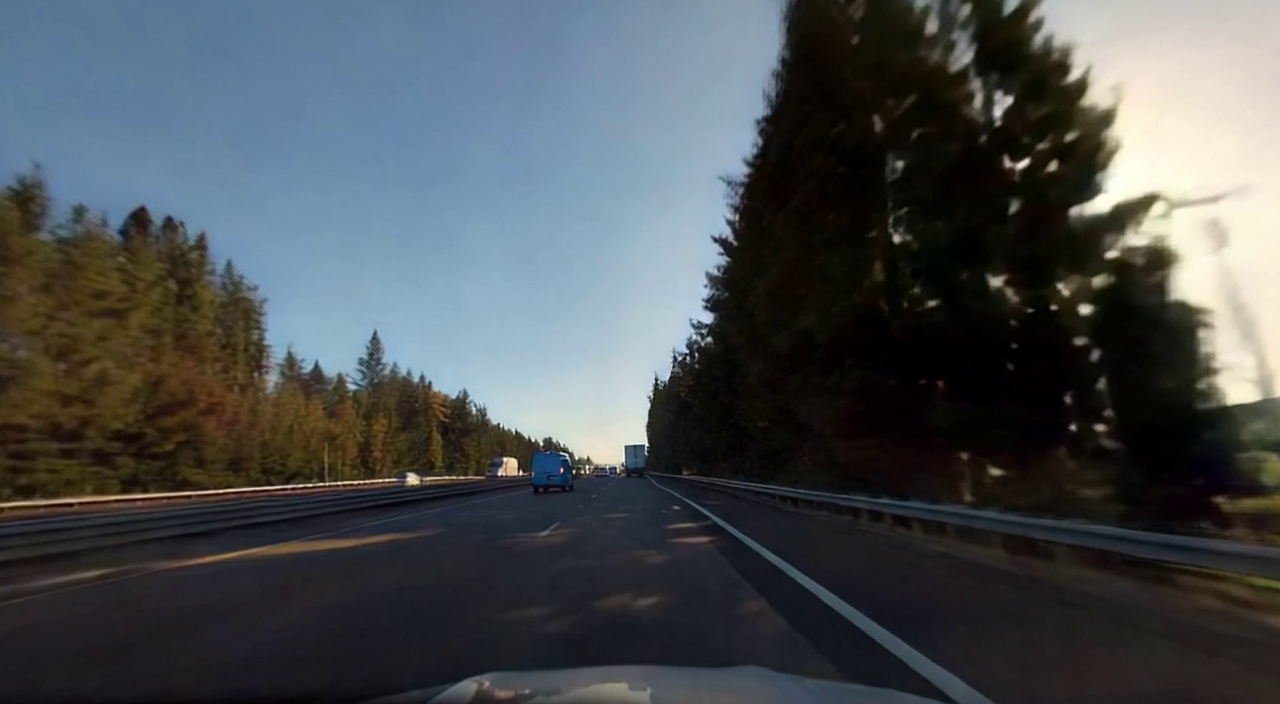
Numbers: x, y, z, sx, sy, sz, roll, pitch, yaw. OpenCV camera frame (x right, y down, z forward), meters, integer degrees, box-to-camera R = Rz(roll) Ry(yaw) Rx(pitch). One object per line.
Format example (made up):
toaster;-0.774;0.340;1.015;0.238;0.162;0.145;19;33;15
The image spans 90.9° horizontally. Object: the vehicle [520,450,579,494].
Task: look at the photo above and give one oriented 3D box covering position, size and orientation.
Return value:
vehicle;-4.389;5.922;31.299;2.208;1.973;4.716;1;-10;0
